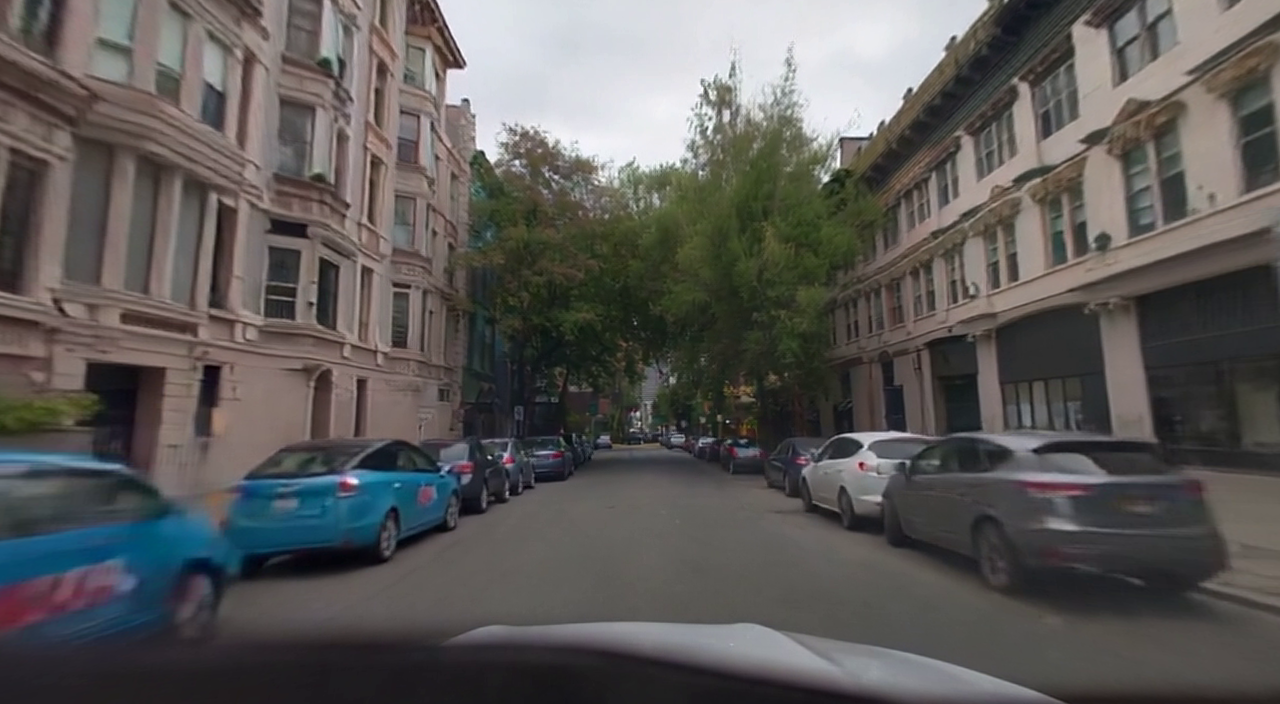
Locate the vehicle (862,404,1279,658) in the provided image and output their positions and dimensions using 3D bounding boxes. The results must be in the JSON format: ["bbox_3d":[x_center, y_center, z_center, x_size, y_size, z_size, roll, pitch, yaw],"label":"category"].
[{"bbox_3d":[3.738,1.361,5.864,1.896,1.549,3.845,0,-8,0],"label":"vehicle"}]

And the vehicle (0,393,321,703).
[{"bbox_3d":[-3.472,0.992,2.912,1.859,1.508,4.144,2,-3,-1],"label":"vehicle"}]

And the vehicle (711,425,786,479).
[{"bbox_3d":[3.952,3.711,23.736,1.879,1.802,4.574,0,-8,-1],"label":"vehicle"}]
